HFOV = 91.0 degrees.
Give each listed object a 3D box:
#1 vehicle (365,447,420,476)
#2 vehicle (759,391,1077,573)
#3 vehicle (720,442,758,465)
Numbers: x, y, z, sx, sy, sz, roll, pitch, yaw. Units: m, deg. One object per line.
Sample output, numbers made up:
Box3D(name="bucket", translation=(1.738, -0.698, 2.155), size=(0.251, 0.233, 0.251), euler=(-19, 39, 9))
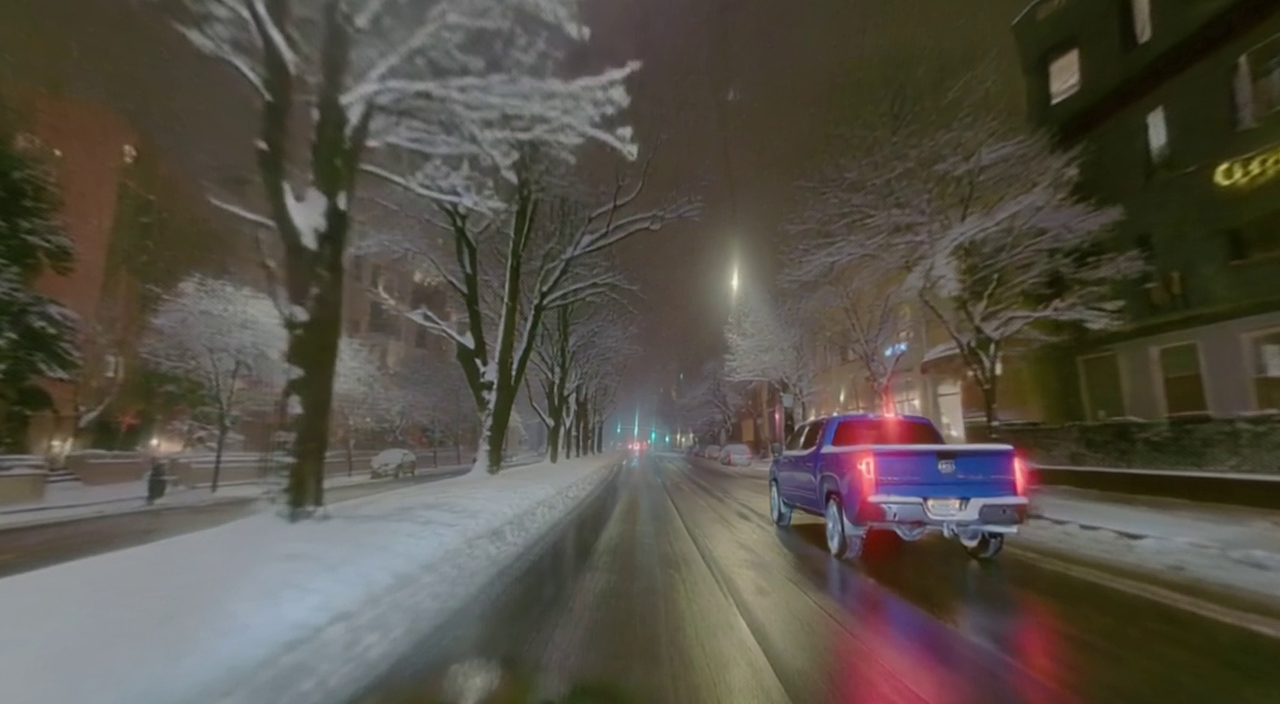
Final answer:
Box3D(name="vehicle", translation=(-16.048, 7.122, 41.071), size=(1.913, 1.734, 4.357), euler=(0, -8, -2))
Box3D(name="vehicle", translation=(3.325, 1.707, 9.124), size=(2.085, 1.828, 5.383), euler=(0, -8, -1))
Box3D(name="vehicle", translation=(7.270, 7.468, 46.516), size=(1.863, 1.588, 4.670), euler=(0, -8, -3))
